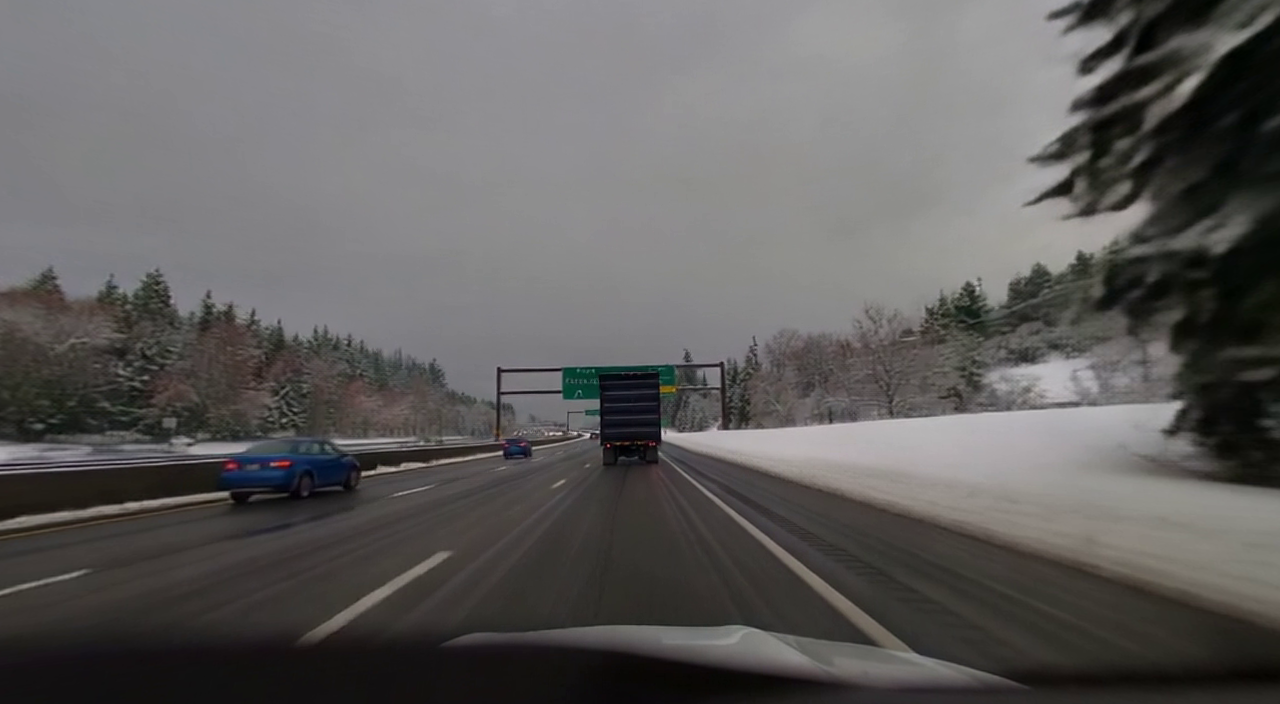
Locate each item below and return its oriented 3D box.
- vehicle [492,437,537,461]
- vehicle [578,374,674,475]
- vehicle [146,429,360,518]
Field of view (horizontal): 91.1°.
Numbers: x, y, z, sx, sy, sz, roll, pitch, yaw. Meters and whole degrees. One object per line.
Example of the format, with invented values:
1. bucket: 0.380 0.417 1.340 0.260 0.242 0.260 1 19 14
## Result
1. vehicle: -7.915 6.126 39.983 1.949 1.437 4.296 0 -8 0
2. vehicle: -0.567 3.347 27.846 3.033 3.223 14.836 1 -8 -1
3. vehicle: -7.341 2.292 12.456 1.856 1.479 3.710 0 -8 0
